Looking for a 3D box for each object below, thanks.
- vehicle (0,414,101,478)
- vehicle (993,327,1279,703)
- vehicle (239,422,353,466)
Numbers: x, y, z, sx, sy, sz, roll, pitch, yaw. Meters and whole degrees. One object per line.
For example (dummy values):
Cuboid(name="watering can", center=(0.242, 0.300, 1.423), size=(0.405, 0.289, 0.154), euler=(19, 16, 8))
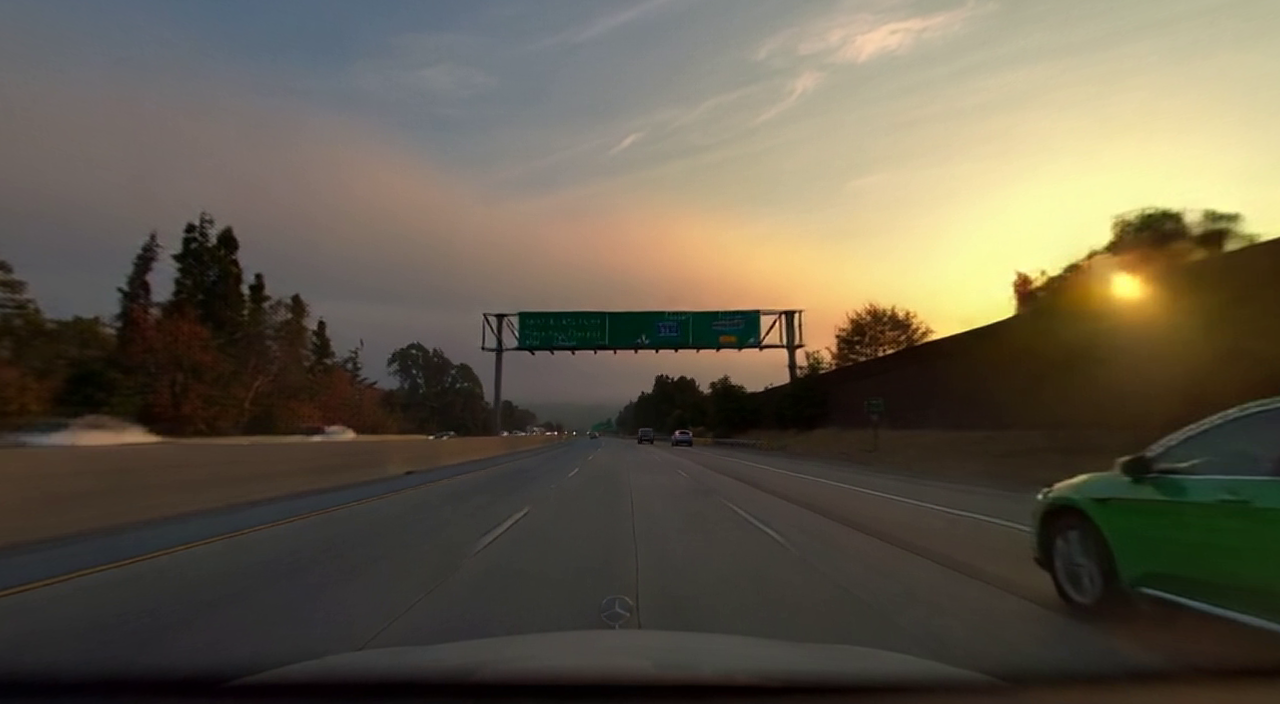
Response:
Cuboid(name="vehicle", center=(-15.795, 2.292, 15.438), size=(1.750, 1.471, 3.894), euler=(0, -8, -1))
Cuboid(name="vehicle", center=(3.654, 0.700, 2.367), size=(2.107, 1.642, 4.331), euler=(0, -8, 0))
Cuboid(name="vehicle", center=(-12.648, 3.417, 23.514), size=(1.921, 1.476, 4.198), euler=(0, -8, -1))
